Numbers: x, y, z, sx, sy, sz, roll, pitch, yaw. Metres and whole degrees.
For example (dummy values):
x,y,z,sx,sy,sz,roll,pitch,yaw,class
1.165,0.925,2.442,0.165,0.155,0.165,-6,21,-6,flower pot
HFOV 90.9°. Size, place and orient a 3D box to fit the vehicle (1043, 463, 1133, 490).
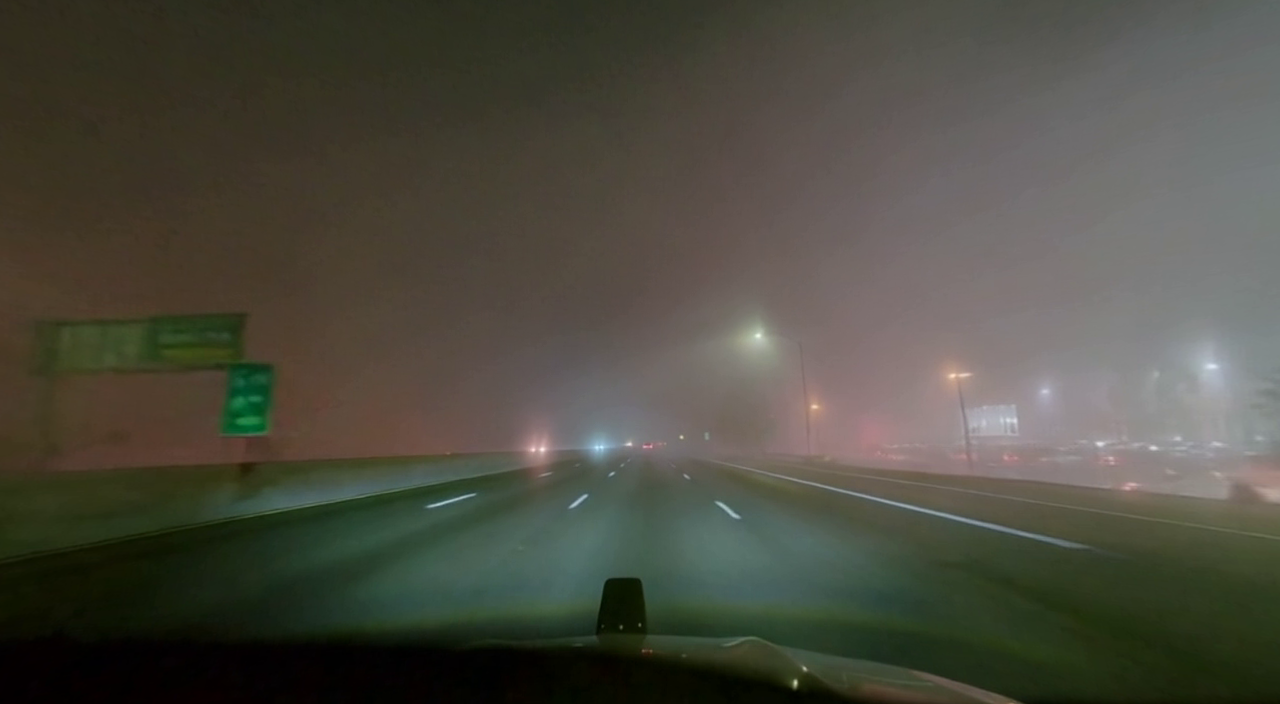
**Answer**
x,y,z,sx,sy,sz,roll,pitch,yaw,class
26.929,7.479,37.992,4.085,1.445,1.752,-1,-8,-3,vehicle
